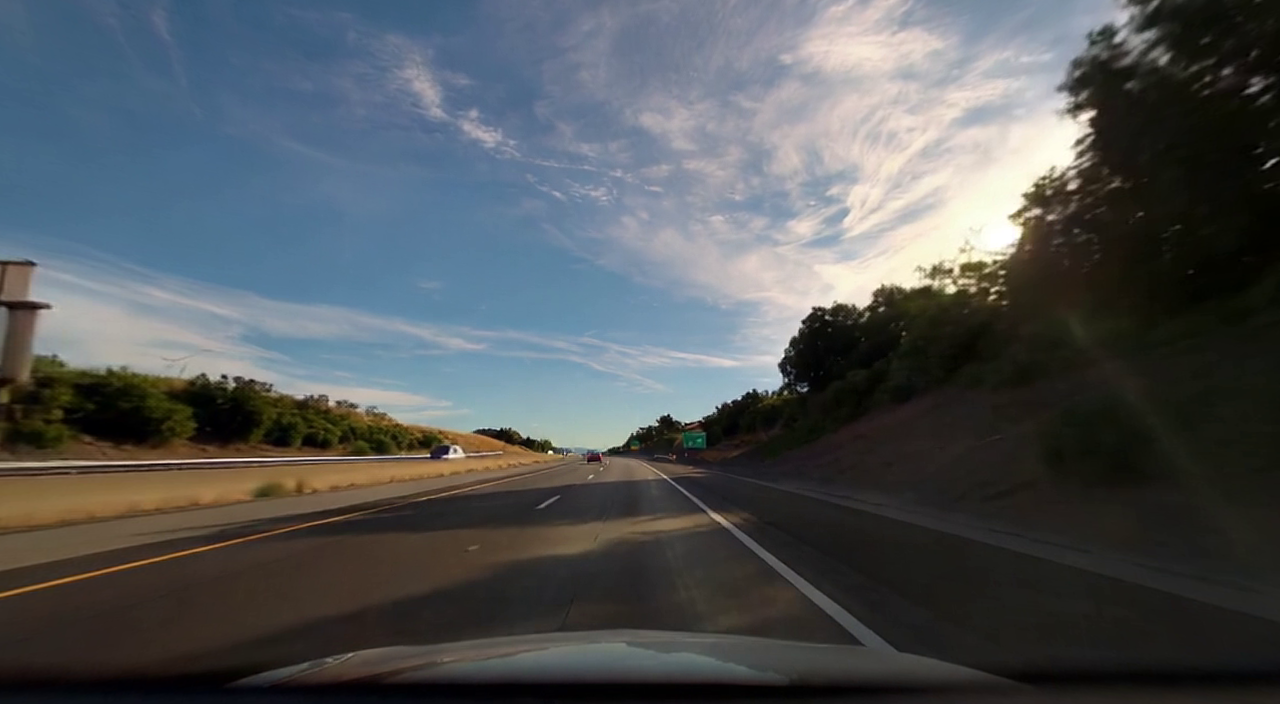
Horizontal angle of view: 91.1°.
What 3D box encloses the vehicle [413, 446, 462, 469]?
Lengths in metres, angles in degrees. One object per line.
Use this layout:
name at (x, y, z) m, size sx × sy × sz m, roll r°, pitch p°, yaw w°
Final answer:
vehicle at (-14.515, 7.569, 45.322) m, size 1.944 × 1.508 × 4.797 m, roll 0°, pitch -9°, yaw -1°
